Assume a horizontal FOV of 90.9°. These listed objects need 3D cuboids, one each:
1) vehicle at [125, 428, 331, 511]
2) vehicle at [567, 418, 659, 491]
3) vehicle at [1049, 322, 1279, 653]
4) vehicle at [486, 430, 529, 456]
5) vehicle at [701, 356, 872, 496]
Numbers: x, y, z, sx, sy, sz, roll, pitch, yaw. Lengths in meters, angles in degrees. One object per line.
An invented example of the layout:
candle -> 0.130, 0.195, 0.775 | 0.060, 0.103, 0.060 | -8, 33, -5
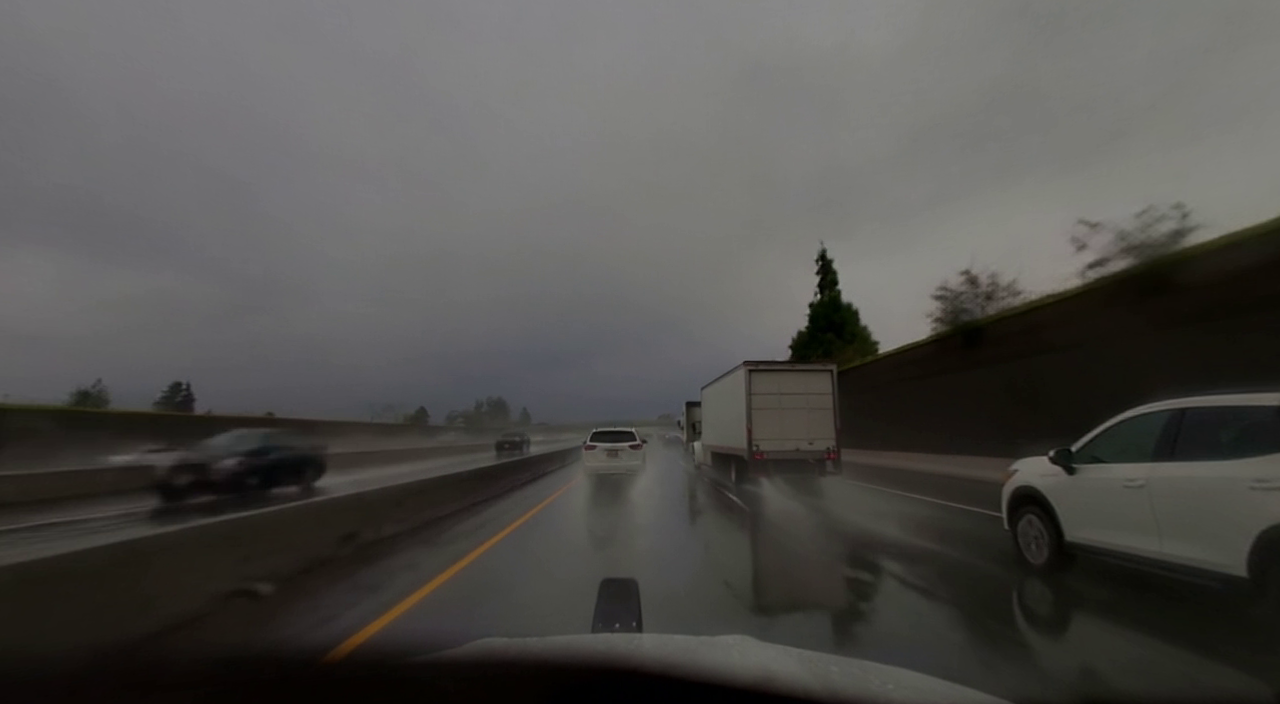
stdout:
vehicle -> -8.923, 2.529, 14.185 | 1.911, 1.570, 4.036 | 0, -7, 0
vehicle -> -0.632, 2.592, 16.398 | 2.082, 1.638, 4.055 | 0, -7, 0
vehicle -> 4.719, 0.785, 3.648 | 2.011, 1.905, 3.905 | 0, -7, 0
vehicle -> -9.273, 6.384, 44.394 | 2.012, 1.703, 4.298 | 0, -7, 1
vehicle -> 3.562, 2.126, 17.867 | 2.723, 3.027, 8.478 | 0, -7, -1
